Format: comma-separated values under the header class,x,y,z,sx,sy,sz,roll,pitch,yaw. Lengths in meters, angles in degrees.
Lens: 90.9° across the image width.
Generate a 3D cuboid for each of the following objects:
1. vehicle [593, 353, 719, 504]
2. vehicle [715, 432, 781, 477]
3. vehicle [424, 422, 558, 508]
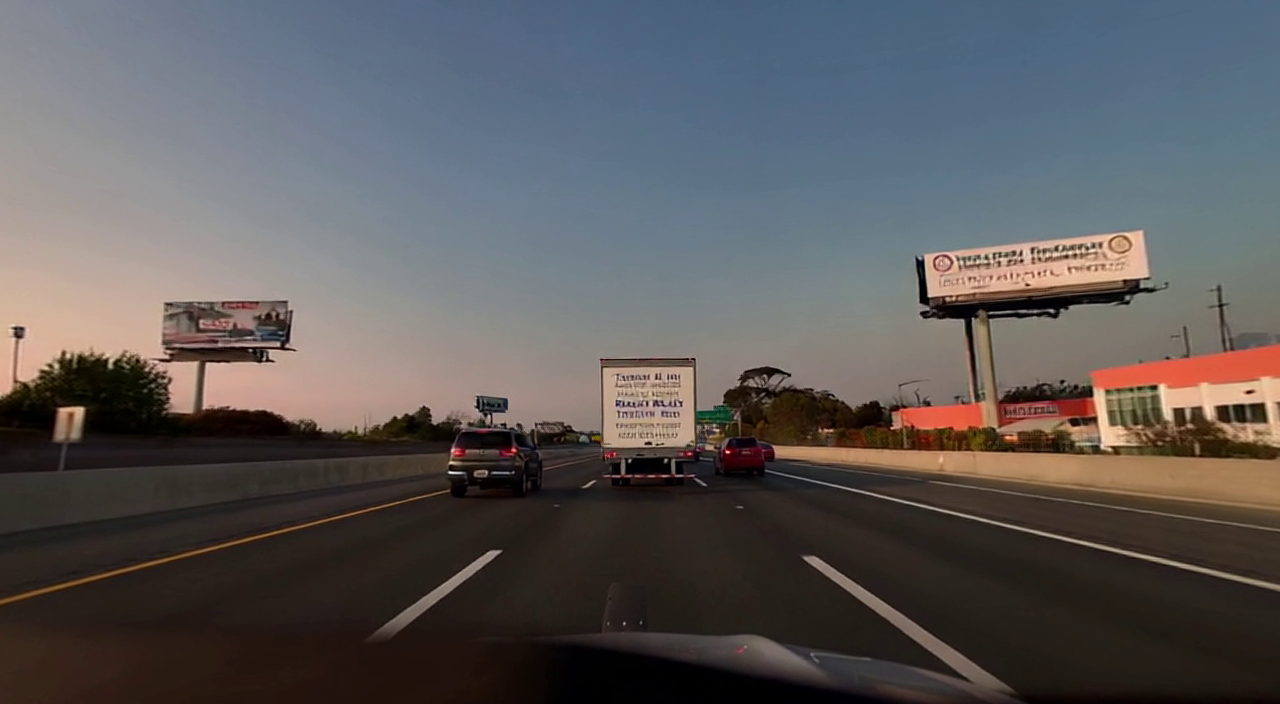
class,x,y,z,sx,sy,sz,roll,pitch,yaw
vehicle,0.423,2.264,18.087,2.733,3.296,8.571,0,-8,1
vehicle,4.391,4.244,26.413,1.986,1.718,4.296,0,-8,0
vehicle,-3.488,2.741,15.748,2.133,1.808,4.349,-1,-8,2
